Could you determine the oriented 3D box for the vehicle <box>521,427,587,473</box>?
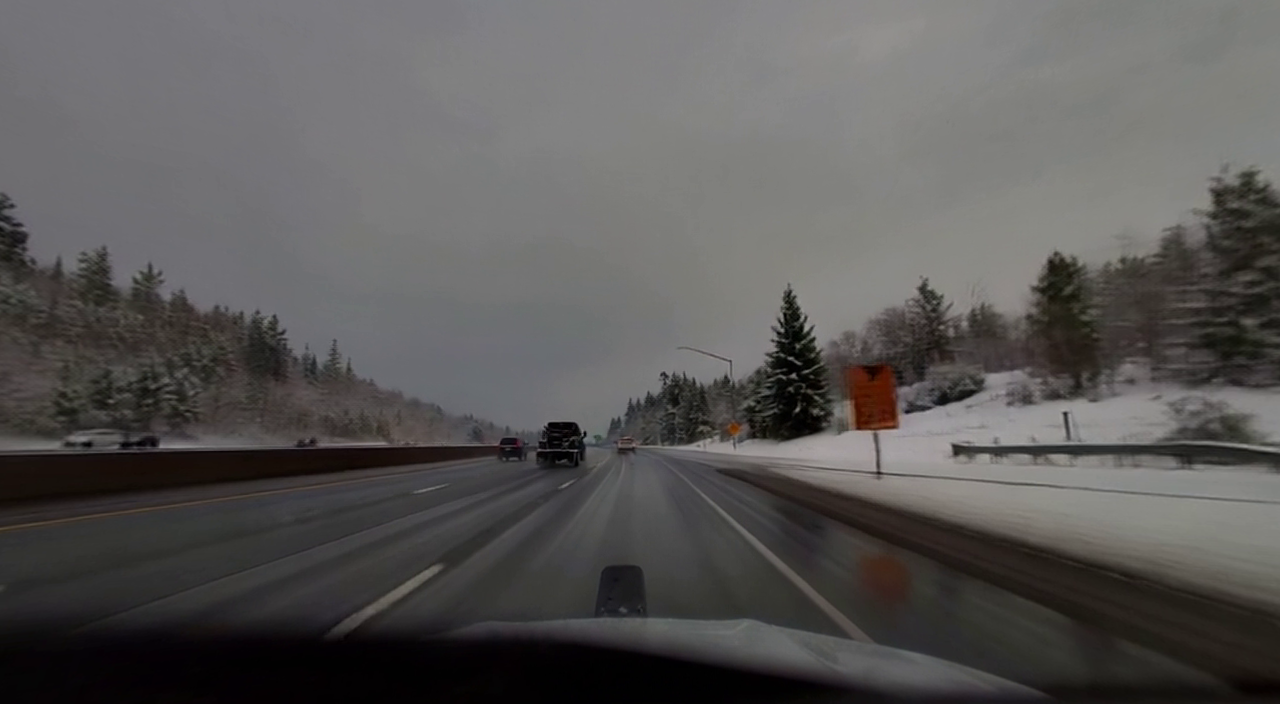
[{"bbox_3d":[-3.491,4.087,26.223,2.194,1.766,3.720,0,-8,0],"label":"vehicle"}]

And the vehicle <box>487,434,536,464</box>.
[{"bbox_3d":[-7.926,6.000,39.059,2.078,1.729,4.722,0,-8,0],"label":"vehicle"}]
